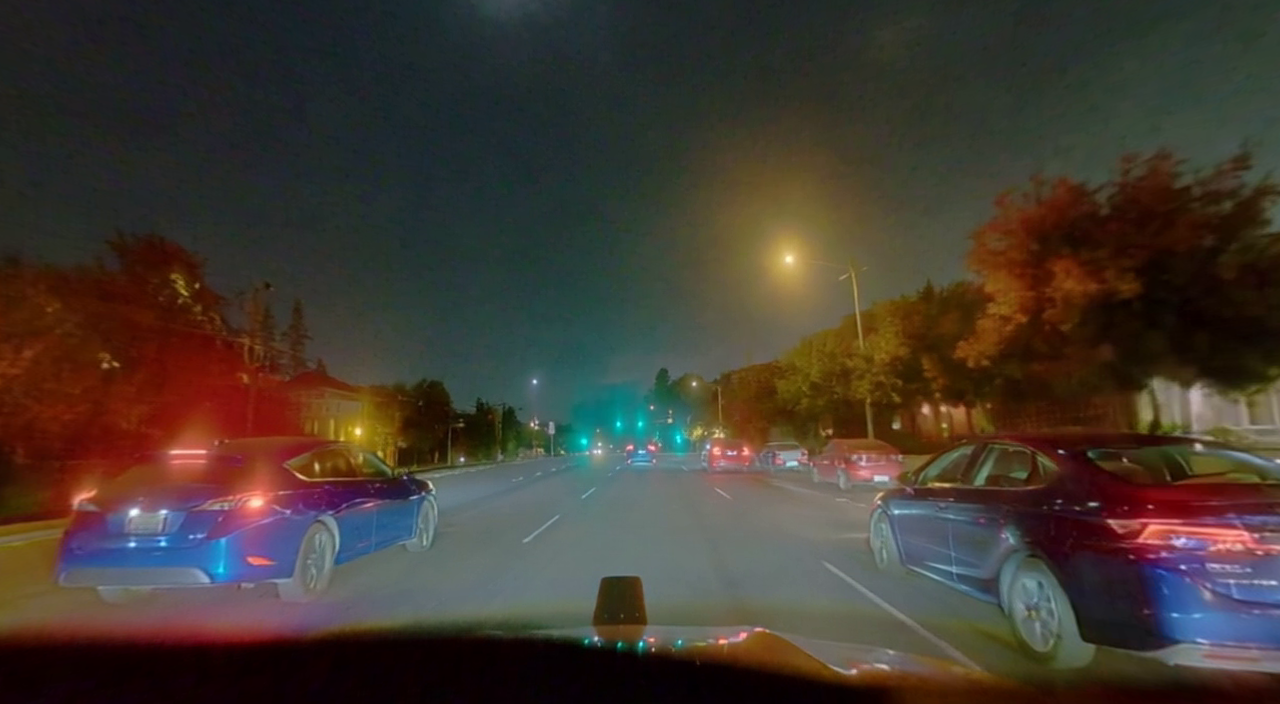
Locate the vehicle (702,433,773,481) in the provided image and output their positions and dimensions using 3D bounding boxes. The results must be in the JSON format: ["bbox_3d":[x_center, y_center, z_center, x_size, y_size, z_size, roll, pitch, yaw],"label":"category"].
[{"bbox_3d":[3.638,4.031,24.296,2.019,1.675,4.488,0,-8,0],"label":"vehicle"}]

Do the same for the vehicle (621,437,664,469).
[{"bbox_3d":[0.135,5.654,35.366,2.293,1.662,4.262,0,-8,0],"label":"vehicle"}]

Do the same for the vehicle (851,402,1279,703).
[{"bbox_3d":[3.346,1.260,4.620,2.060,1.474,4.475,0,-8,0],"label":"vehicle"}]

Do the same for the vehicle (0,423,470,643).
[{"bbox_3d":[-3.486,1.577,6.634,1.997,1.479,4.547,0,-8,1],"label":"vehicle"}]
